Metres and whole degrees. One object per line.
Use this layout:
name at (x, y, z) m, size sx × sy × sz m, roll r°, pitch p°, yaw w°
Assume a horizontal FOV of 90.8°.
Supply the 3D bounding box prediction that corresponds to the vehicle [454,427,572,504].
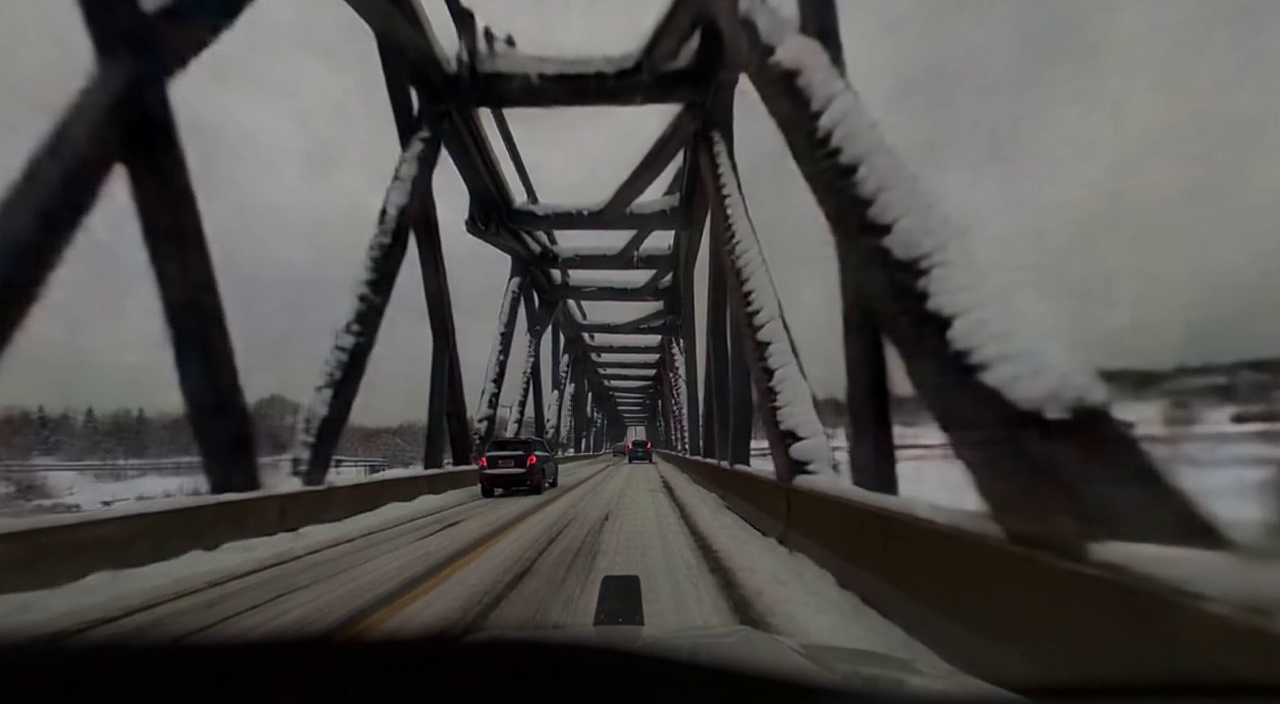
vehicle at (-3.318, 3.095, 17.642) m, size 2.190 × 1.807 × 4.741 m, roll -1°, pitch -9°, yaw 2°

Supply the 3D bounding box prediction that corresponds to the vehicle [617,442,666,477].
vehicle at (0.037, 4.857, 28.806) m, size 2.048 × 1.450 × 3.973 m, roll 0°, pitch -9°, yaw -1°
